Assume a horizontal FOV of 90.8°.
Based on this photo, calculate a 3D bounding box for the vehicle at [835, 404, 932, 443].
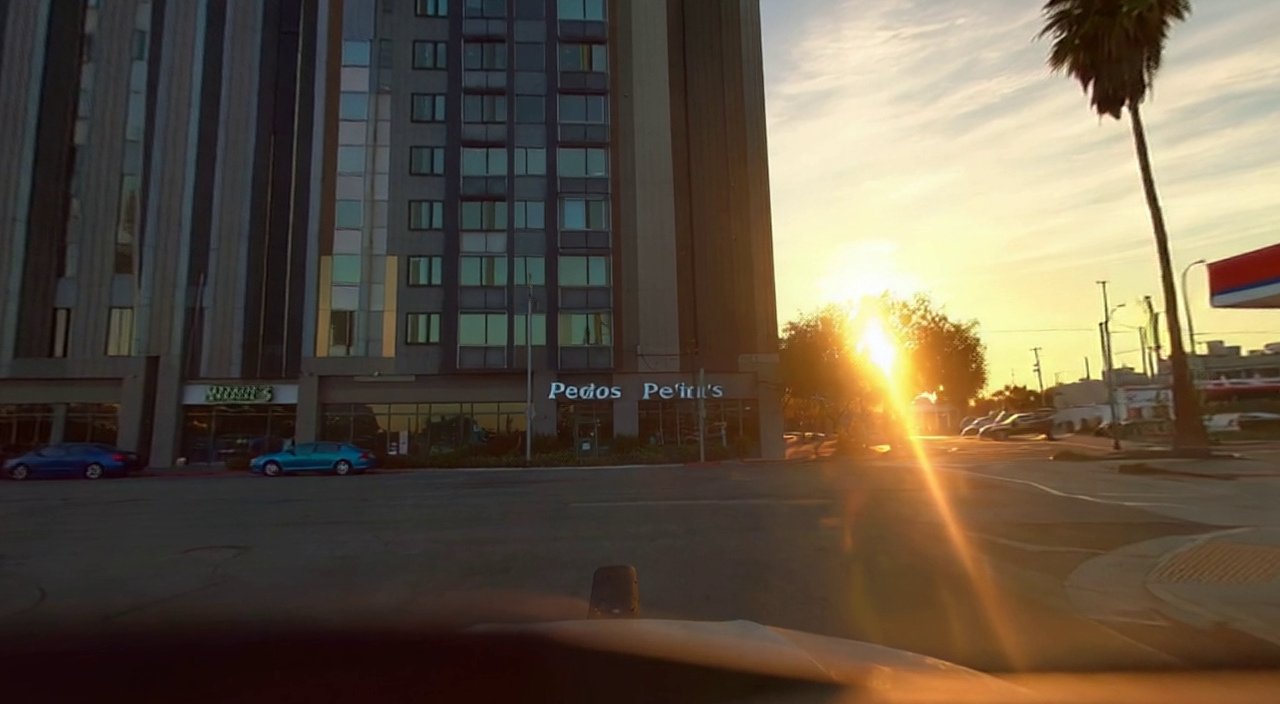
[{"bbox_3d":[16.158,4.803,42.132,5.524,2.504,2.196,1,-9,-3],"label":"vehicle"}]

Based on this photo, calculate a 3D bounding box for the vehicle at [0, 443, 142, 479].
[{"bbox_3d":[-23.606,4.502,26.175,4.321,1.430,1.775,0,-9,-2],"label":"vehicle"}]

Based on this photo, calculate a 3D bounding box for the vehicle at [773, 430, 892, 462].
[{"bbox_3d":[8.566,4.230,28.329,4.782,1.371,1.763,1,-9,-6],"label":"vehicle"}]

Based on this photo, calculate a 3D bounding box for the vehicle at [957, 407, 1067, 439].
[{"bbox_3d":[28.596,5.456,48.721,7.026,2.329,2.545,1,-6,-4],"label":"vehicle"}]

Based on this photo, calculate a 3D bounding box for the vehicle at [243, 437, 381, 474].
[{"bbox_3d":[-13.931,4.420,27.027,4.857,1.497,1.811,0,-9,2],"label":"vehicle"}]
